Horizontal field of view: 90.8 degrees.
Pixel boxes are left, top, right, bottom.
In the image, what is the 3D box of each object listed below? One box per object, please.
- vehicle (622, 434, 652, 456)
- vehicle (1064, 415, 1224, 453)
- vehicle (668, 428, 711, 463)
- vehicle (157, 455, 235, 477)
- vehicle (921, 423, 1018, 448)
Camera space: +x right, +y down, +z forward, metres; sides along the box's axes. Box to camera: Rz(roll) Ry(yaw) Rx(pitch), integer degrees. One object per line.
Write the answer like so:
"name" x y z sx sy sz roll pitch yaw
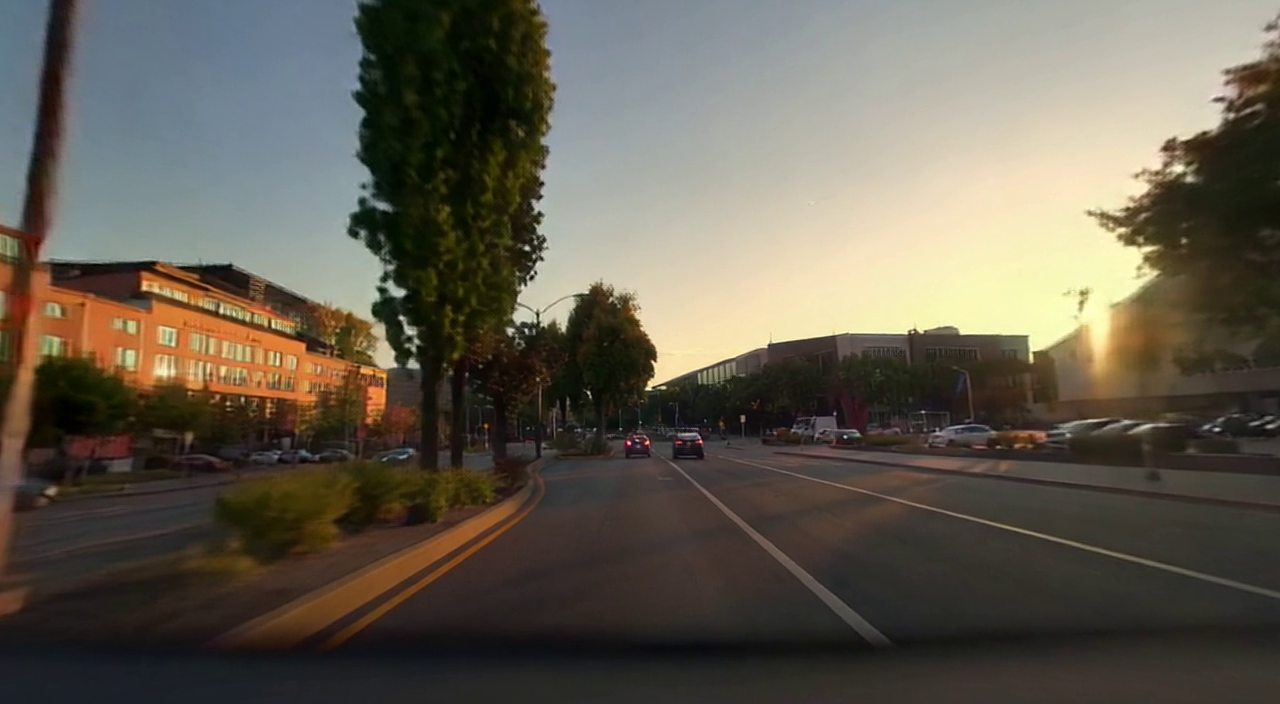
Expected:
"vehicle" -0.228 6.745 45.750 2.110 1.476 4.294 0 -8 0
"vehicle" 20.093 3.299 25.353 4.619 1.447 2.054 0 -8 1
"vehicle" 2.549 4.950 33.384 2.100 1.683 4.231 -1 -8 3
"vehicle" -30.104 7.720 42.907 4.040 1.389 1.664 0 -8 -1
"vehicle" 20.393 5.204 39.236 4.813 1.483 2.129 0 -8 0
